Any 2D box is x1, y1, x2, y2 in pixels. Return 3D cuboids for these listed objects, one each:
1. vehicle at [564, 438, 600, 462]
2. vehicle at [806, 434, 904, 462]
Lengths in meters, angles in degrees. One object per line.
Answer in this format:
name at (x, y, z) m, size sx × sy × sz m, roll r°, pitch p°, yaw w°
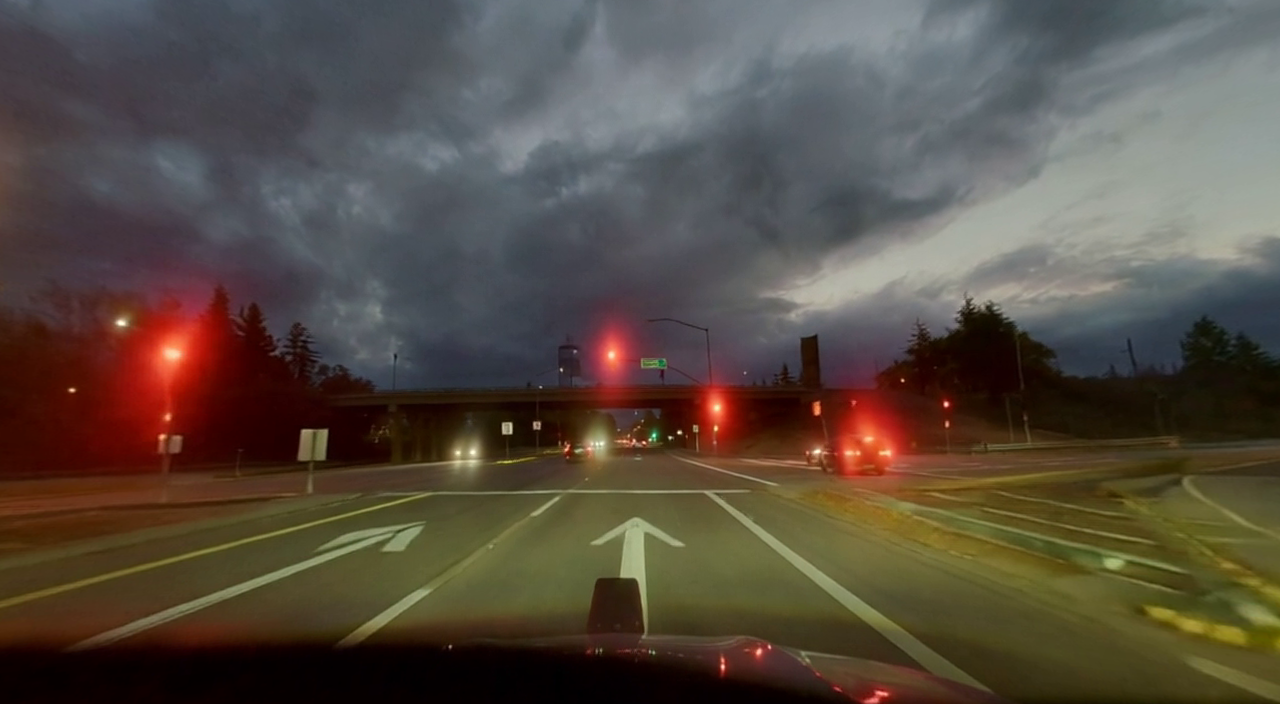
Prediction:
vehicle at (-3.885, 6.666, 43.027) m, size 2.082 × 1.472 × 4.310 m, roll 0°, pitch -8°, yaw 0°
vehicle at (11.670, 5.216, 34.423) m, size 4.691 × 1.466 × 1.800 m, roll 1°, pitch -9°, yaw -7°
